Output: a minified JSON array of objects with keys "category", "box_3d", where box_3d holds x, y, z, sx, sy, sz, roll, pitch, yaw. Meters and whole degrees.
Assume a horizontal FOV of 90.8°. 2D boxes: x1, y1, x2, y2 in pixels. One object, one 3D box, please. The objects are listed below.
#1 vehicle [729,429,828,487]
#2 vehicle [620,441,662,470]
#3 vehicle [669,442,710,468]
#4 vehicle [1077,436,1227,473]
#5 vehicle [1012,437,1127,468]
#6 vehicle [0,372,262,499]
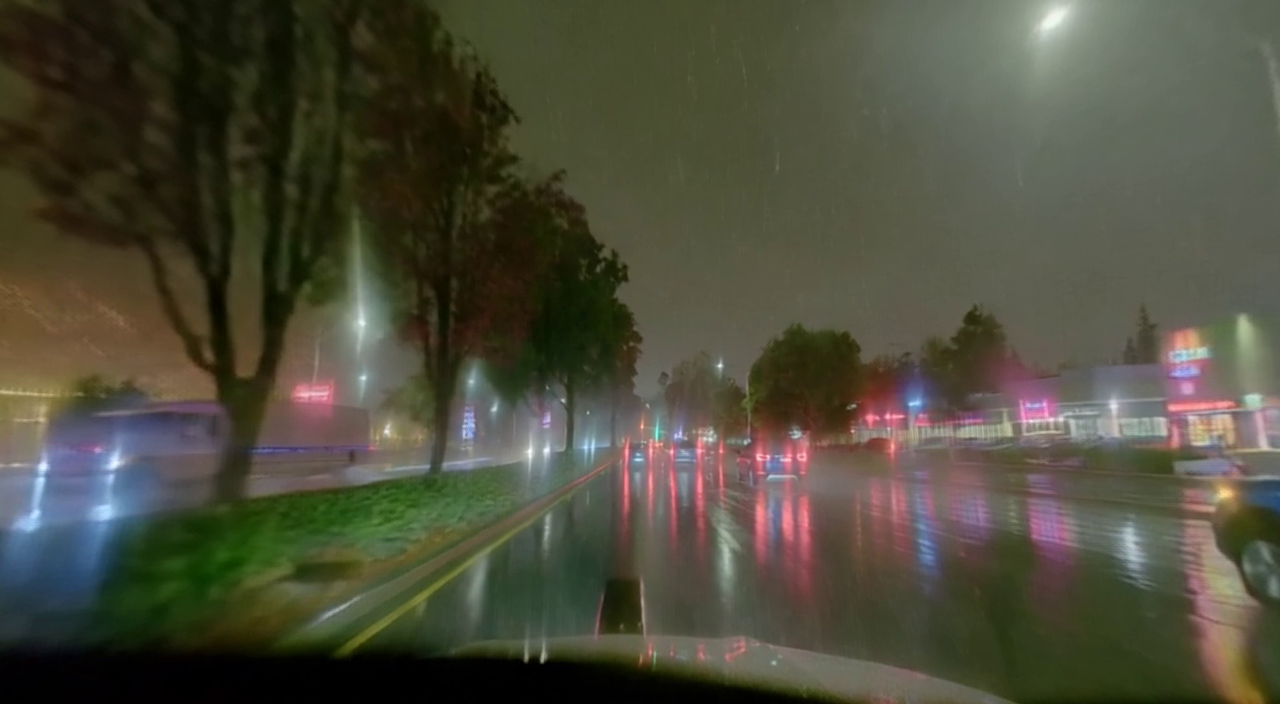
[{"category":"vehicle","box_3d":[4.734,3.698,22.401,2.140,1.811,4.593,0,-8,-4]},{"category":"vehicle","box_3d":[0.032,5.467,33.454,2.056,1.440,3.798,0,-8,-1]},{"category":"vehicle","box_3d":[2.776,5.869,36.081,1.970,1.402,3.756,0,-8,-1]},{"category":"vehicle","box_3d":[20.346,4.068,25.250,4.342,1.388,1.946,0,-8,-2]},{"category":"vehicle","box_3d":[20.781,4.862,30.674,4.176,1.386,1.865,0,-8,-1]},{"category":"vehicle","box_3d":[-19.131,3.304,24.561,2.999,4.017,8.806,-1,-8,2]}]
